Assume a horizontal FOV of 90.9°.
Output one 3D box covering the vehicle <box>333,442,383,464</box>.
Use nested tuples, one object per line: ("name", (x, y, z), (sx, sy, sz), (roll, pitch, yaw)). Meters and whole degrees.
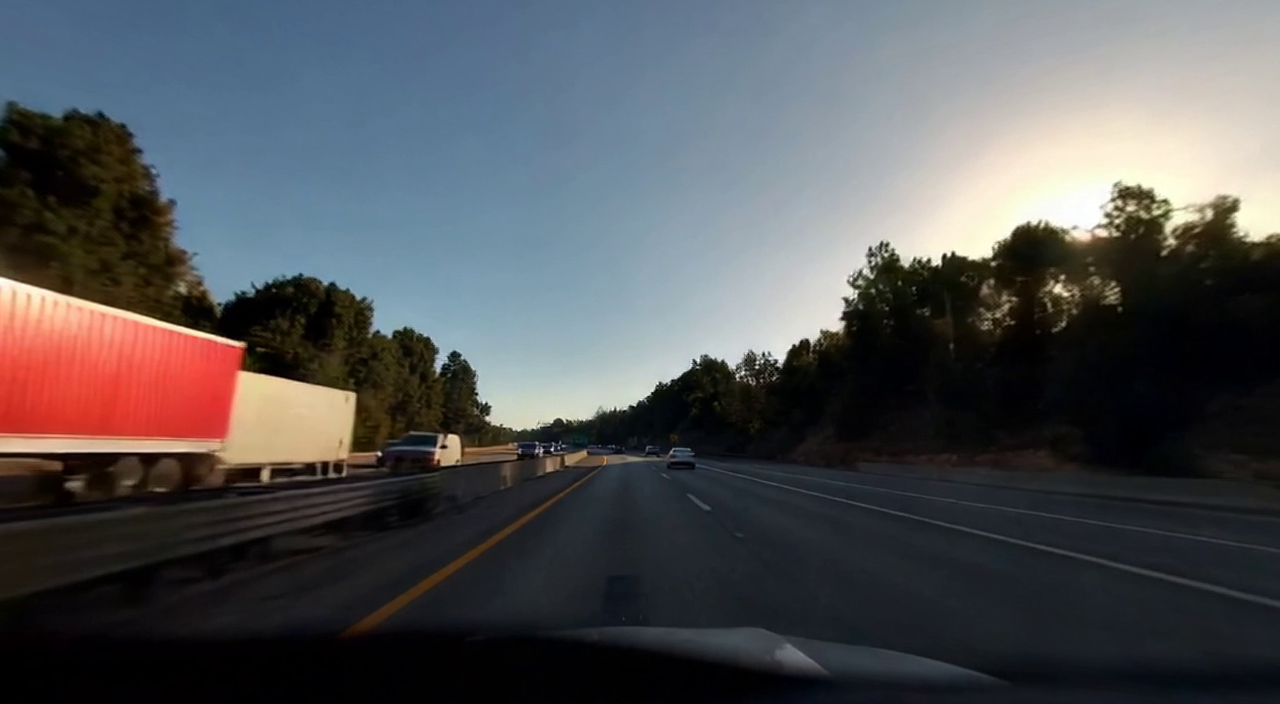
("vehicle", (-20.492, 7.334, 45.969), (1.822, 1.495, 4.247), (1, -9, -4))

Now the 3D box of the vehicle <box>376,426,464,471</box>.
("vehicle", (-8.316, 3.722, 24.202), (1.965, 1.566, 4.141), (0, -9, -2))

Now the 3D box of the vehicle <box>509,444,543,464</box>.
("vehicle", (-8.683, 7.773, 48.274), (1.896, 1.453, 4.125), (0, -9, -1))

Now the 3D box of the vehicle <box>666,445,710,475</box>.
("vehicle", (2.665, 6.124, 35.860), (2.111, 1.599, 3.859), (0, -9, -2))

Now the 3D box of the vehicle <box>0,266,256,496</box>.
("vehicle", (-12.616, 0.999, 14.069), (2.867, 3.956, 8.117), (0, -9, -1))
